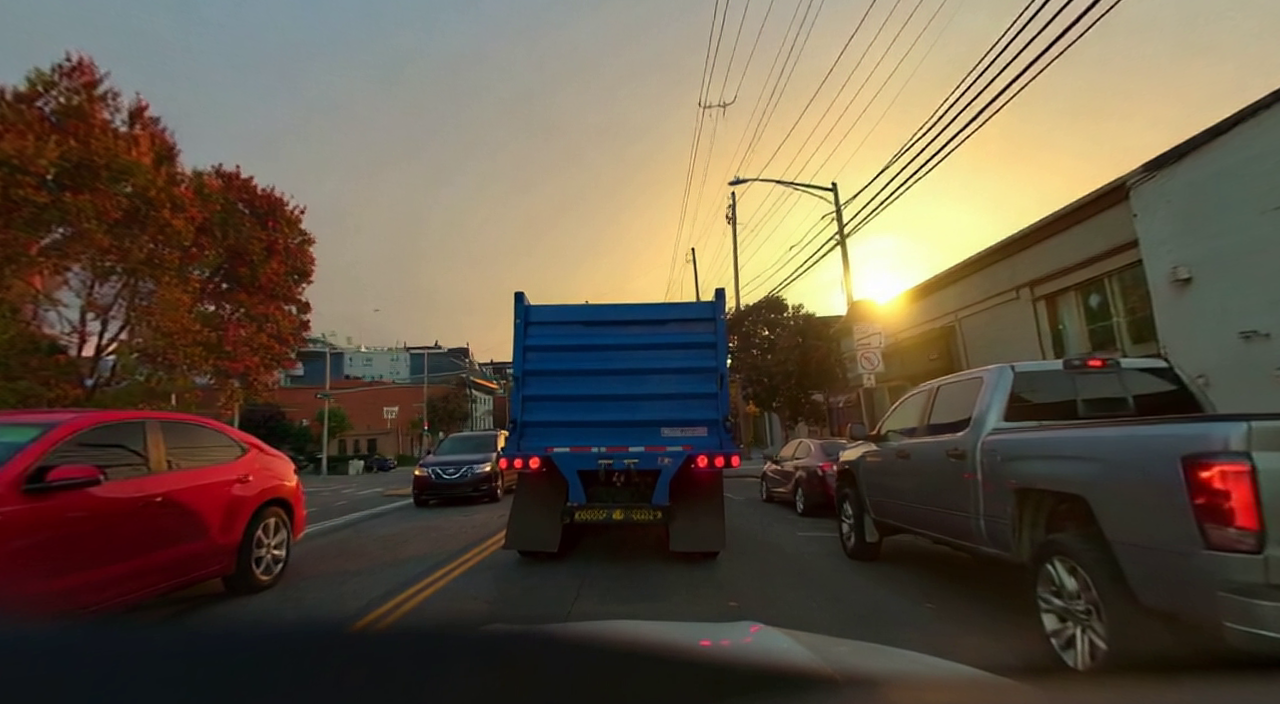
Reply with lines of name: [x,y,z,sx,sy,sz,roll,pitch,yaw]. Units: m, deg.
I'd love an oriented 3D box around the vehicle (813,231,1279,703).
vehicle: [3.239,0.966,4.911,2.242,1.979,5.722,0,-8,1]

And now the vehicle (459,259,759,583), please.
vehicle: [-0.258,1.231,10.367,2.878,3.204,8.244,0,-8,1]

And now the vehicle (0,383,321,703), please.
vehicle: [-4.122,1.101,3.820,1.988,1.657,4.492,0,-8,1]
